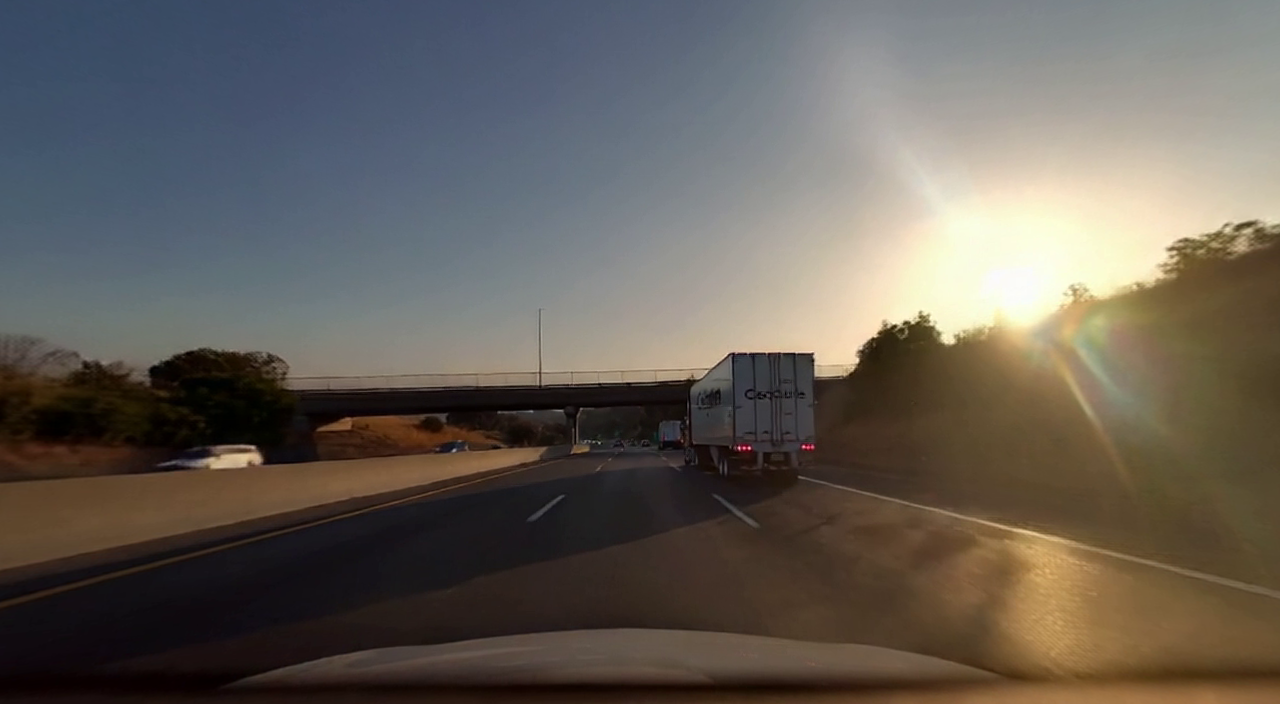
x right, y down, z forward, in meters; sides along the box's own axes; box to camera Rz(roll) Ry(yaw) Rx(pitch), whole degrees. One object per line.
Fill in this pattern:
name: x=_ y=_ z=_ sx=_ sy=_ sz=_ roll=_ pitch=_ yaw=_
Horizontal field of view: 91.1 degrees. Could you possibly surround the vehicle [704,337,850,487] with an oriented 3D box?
vehicle: x=4.053 y=2.187 z=21.083 sx=2.840 sy=3.947 sz=8.920 roll=0 pitch=-8 yaw=0
